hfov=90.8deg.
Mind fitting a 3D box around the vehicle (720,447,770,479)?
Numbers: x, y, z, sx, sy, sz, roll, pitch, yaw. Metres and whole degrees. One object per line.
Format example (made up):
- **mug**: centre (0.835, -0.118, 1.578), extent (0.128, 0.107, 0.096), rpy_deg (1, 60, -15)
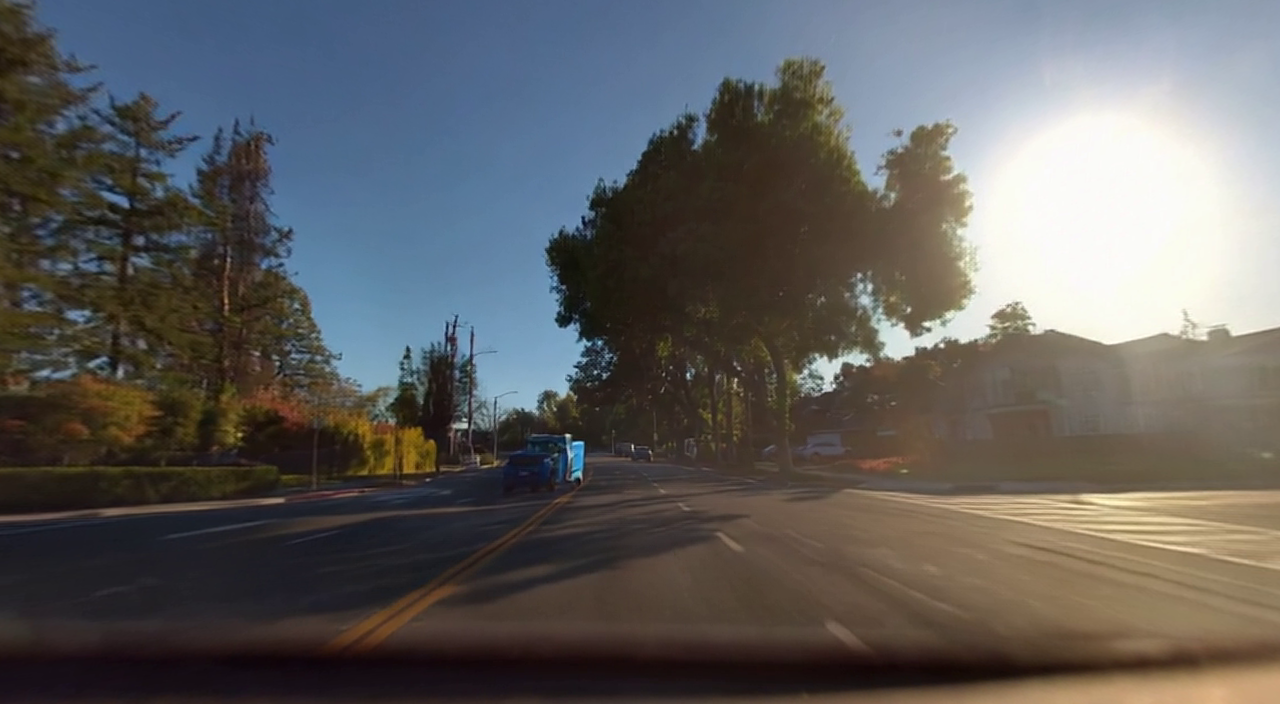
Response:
- **vehicle**: centre (5.989, 6.410, 36.686), extent (2.024, 1.710, 4.525), rpy_deg (0, -9, -1)
